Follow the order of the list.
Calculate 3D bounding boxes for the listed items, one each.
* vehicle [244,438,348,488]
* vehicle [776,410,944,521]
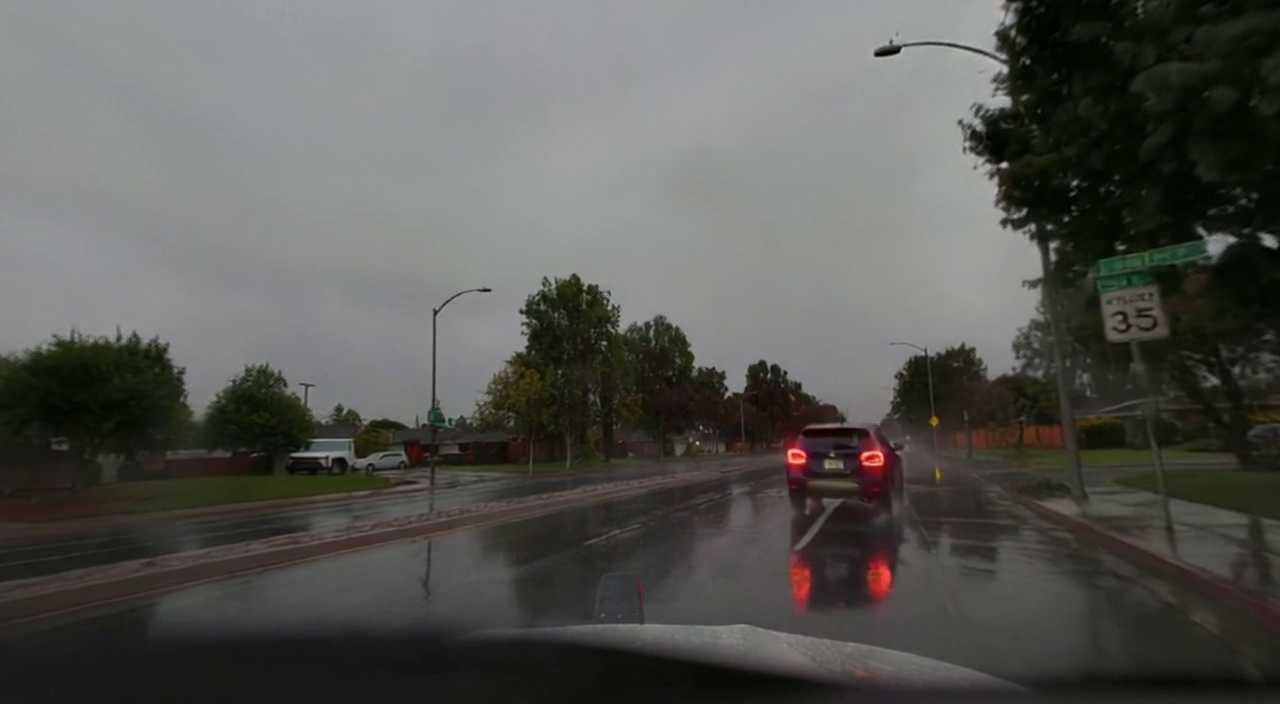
[{"bbox_3d":[-20.399,6.568,37.694,2.329,2.631,5.560,-5,-9,12],"label":"vehicle"},{"bbox_3d":[4.511,2.126,12.449,2.018,1.733,4.546,-6,-9,32],"label":"vehicle"}]
